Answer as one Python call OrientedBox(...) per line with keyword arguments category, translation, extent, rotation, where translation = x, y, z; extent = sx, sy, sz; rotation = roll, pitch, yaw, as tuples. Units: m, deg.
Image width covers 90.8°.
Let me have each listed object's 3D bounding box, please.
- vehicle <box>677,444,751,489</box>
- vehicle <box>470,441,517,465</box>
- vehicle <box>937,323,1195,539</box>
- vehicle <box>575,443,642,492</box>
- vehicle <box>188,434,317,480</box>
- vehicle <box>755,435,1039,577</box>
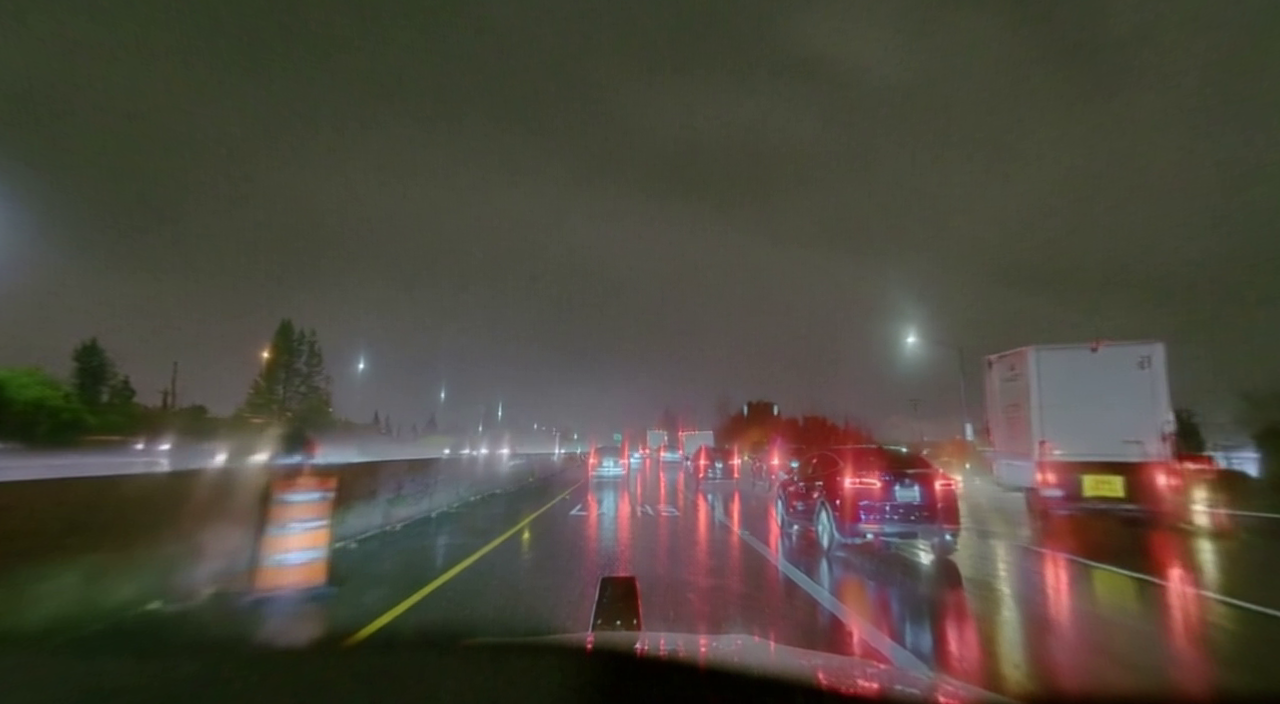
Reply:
OrientedBox(category="vehicle", translation=(2.607, 4.172, 23.379), extent=(2.042, 1.460, 4.451), rotation=(0, -9, -3))
OrientedBox(category="vehicle", translation=(-9.839, 6.844, 42.788), extent=(2.007, 1.555, 4.466), rotation=(0, -9, 1))
OrientedBox(category="vehicle", translation=(7.672, 1.493, 11.927), extent=(2.575, 3.519, 2.984), rotation=(0, -9, 2))
OrientedBox(category="vehicle", translation=(-1.012, 3.892, 21.598), extent=(2.069, 1.470, 4.004), rotation=(0, -9, -1))
OrientedBox(category="vehicle", translation=(-13.639, 3.738, 22.622), extent=(1.828, 1.471, 4.406), rotation=(0, -9, 0))
OrientedBox(category="vehicle", translation=(3.095, 1.942, 8.807), extent=(1.996, 1.455, 4.281), rotation=(0, -9, -2))
